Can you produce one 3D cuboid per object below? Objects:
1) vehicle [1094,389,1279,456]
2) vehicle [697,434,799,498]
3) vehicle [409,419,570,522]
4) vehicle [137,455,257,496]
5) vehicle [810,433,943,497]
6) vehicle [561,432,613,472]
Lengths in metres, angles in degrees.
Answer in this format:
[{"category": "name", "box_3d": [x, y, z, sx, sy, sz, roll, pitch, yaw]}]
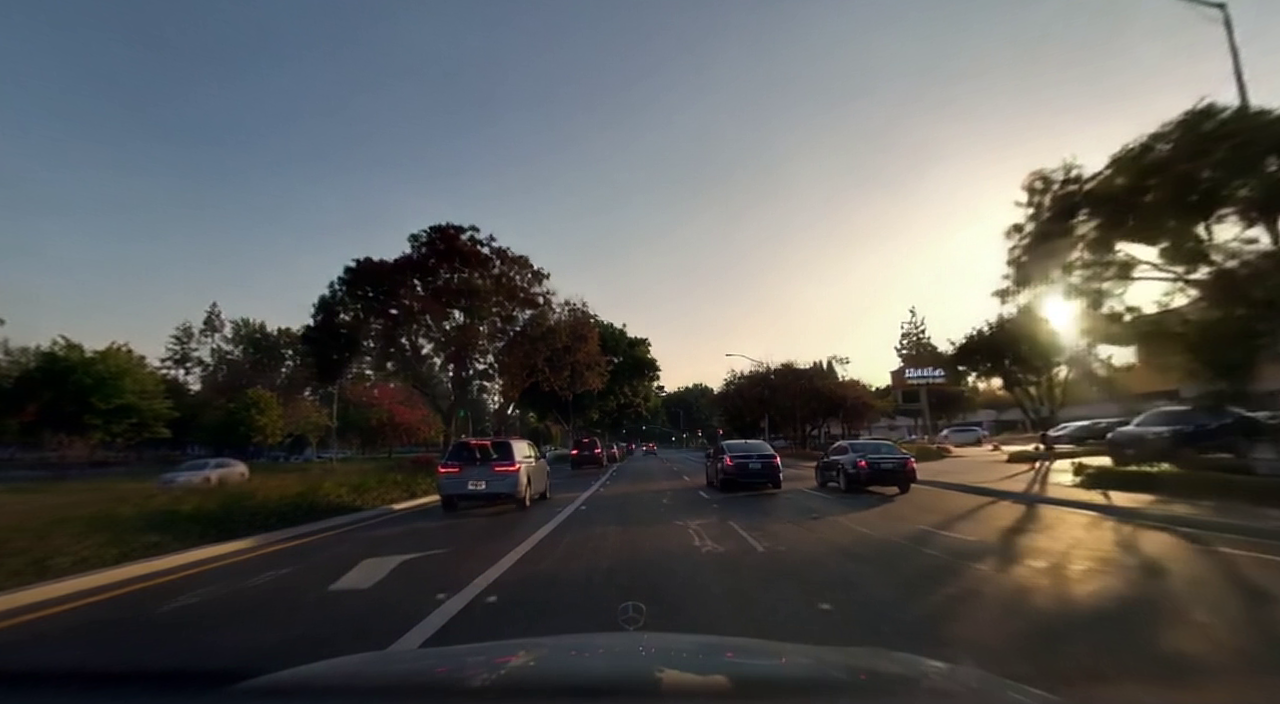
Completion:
[{"category": "vehicle", "box_3d": [16.619, 2.172, 18.903, 4.953, 1.804, 2.337, 3, -9, -21]}, {"category": "vehicle", "box_3d": [2.803, 3.069, 17.365, 2.004, 1.512, 4.206, 0, -9, 0]}, {"category": "vehicle", "box_3d": [-2.813, 2.353, 12.972, 2.141, 1.719, 4.379, -1, -9, 1]}, {"category": "vehicle", "box_3d": [-17.837, 4.975, 25.680, 1.749, 1.454, 4.318, 0, -9, 0]}, {"category": "vehicle", "box_3d": [6.372, 3.104, 17.673, 1.881, 1.540, 4.750, 0, -9, 0]}, {"category": "vehicle", "box_3d": [-2.509, 4.899, 31.045, 2.117, 1.799, 4.442, 0, -9, 1]}]
